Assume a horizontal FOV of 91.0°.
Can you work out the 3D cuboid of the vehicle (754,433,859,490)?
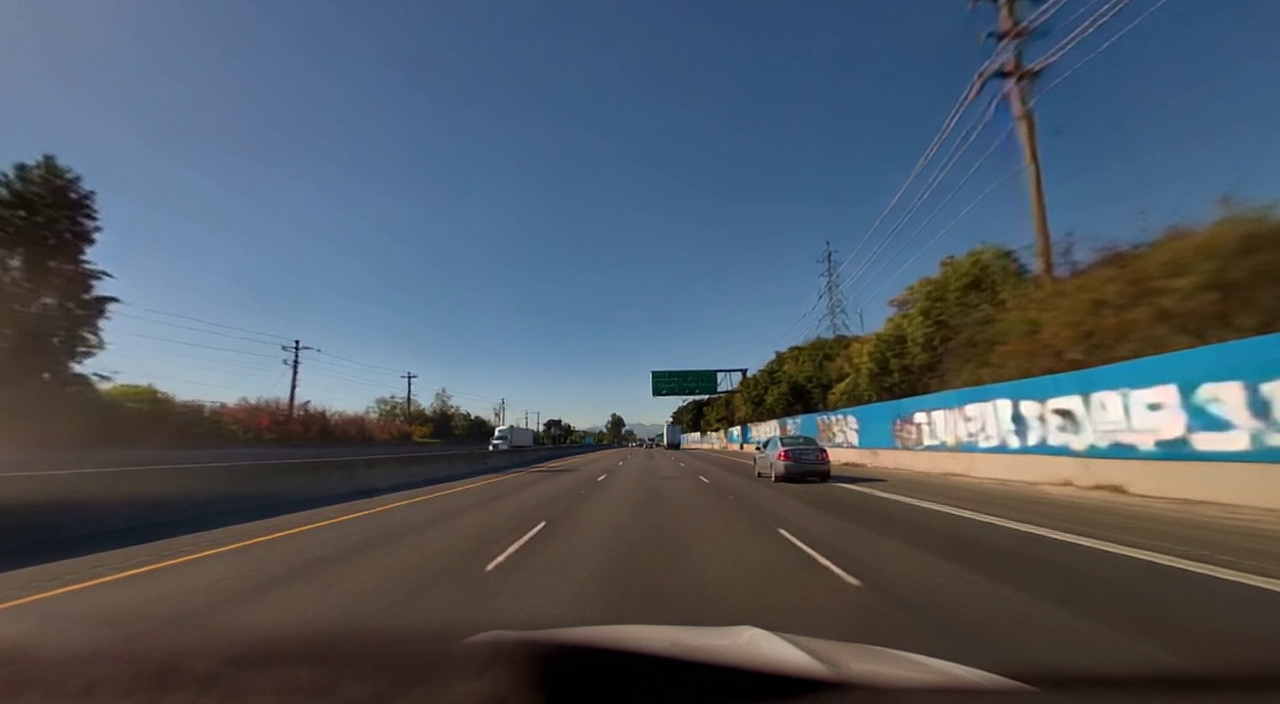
[{"bbox_3d":[4.741,3.162,18.539,1.991,1.494,3.951,0,-8,0],"label":"vehicle"}]
